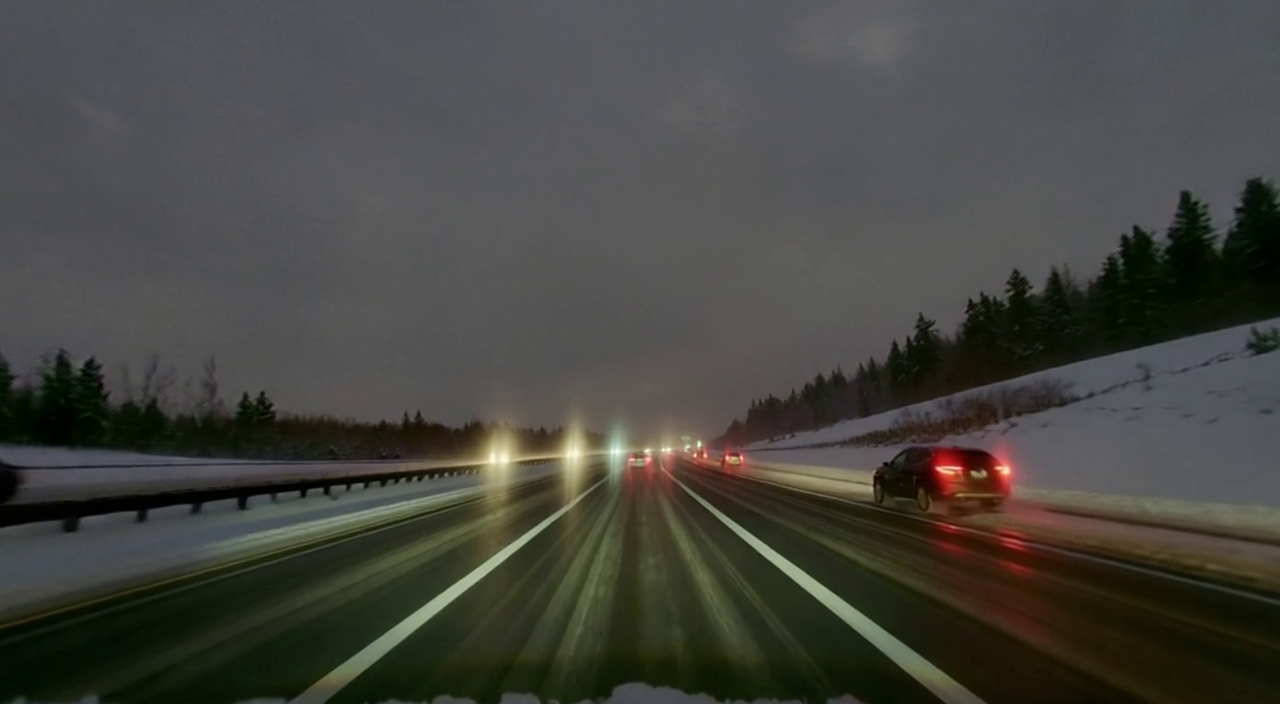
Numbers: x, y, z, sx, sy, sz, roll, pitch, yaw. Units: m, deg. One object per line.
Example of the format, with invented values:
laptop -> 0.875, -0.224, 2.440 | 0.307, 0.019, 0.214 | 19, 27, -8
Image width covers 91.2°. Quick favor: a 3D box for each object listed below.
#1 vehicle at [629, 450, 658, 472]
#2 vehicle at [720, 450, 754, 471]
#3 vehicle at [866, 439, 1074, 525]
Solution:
vehicle -> 0.235, 7.981, 45.972 | 2.025, 1.526, 4.181 | 0, -9, 1
vehicle -> 7.280, 8.189, 47.495 | 1.941, 1.485, 3.701 | 0, -9, -1
vehicle -> 6.838, 2.726, 13.732 | 2.008, 1.533, 4.592 | 0, -9, -1
